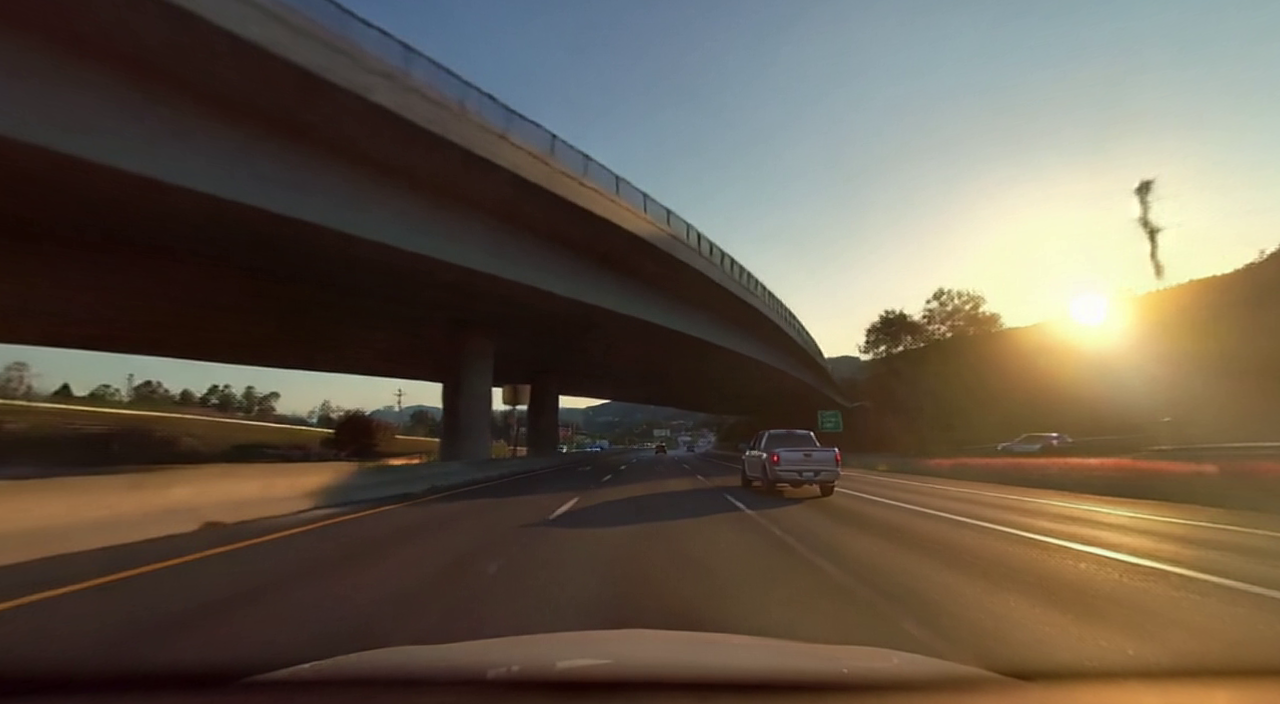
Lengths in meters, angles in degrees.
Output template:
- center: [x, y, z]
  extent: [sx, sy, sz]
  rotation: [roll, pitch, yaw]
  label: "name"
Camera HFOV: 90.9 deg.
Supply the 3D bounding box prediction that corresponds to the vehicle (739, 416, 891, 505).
- center: [4.468, 2.915, 17.351]
  extent: [2.505, 2.020, 5.532]
  rotation: [0, -8, -1]
  label: "vehicle"
